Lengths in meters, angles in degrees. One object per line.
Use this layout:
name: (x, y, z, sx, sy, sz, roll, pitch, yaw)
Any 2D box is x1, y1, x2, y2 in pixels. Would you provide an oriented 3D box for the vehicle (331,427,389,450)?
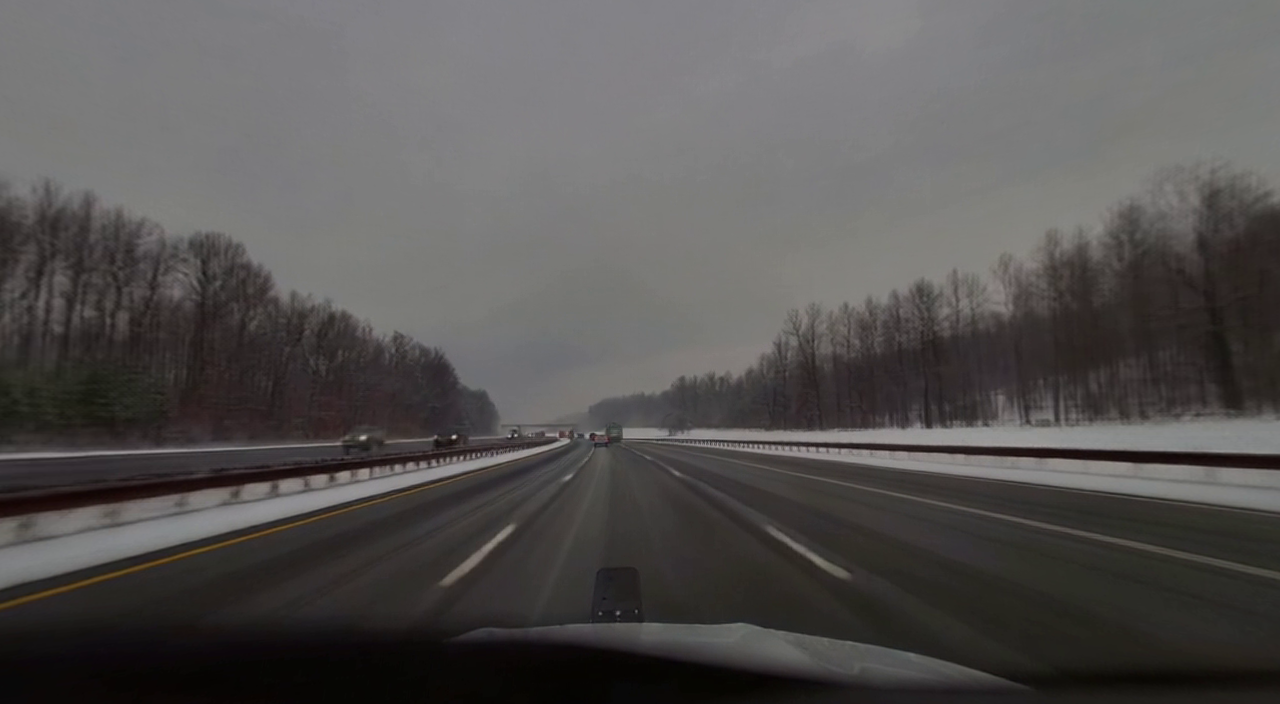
vehicle: (-19.010, 5.886, 42.867, 1.910, 1.505, 4.760, 0, -8, -2)
